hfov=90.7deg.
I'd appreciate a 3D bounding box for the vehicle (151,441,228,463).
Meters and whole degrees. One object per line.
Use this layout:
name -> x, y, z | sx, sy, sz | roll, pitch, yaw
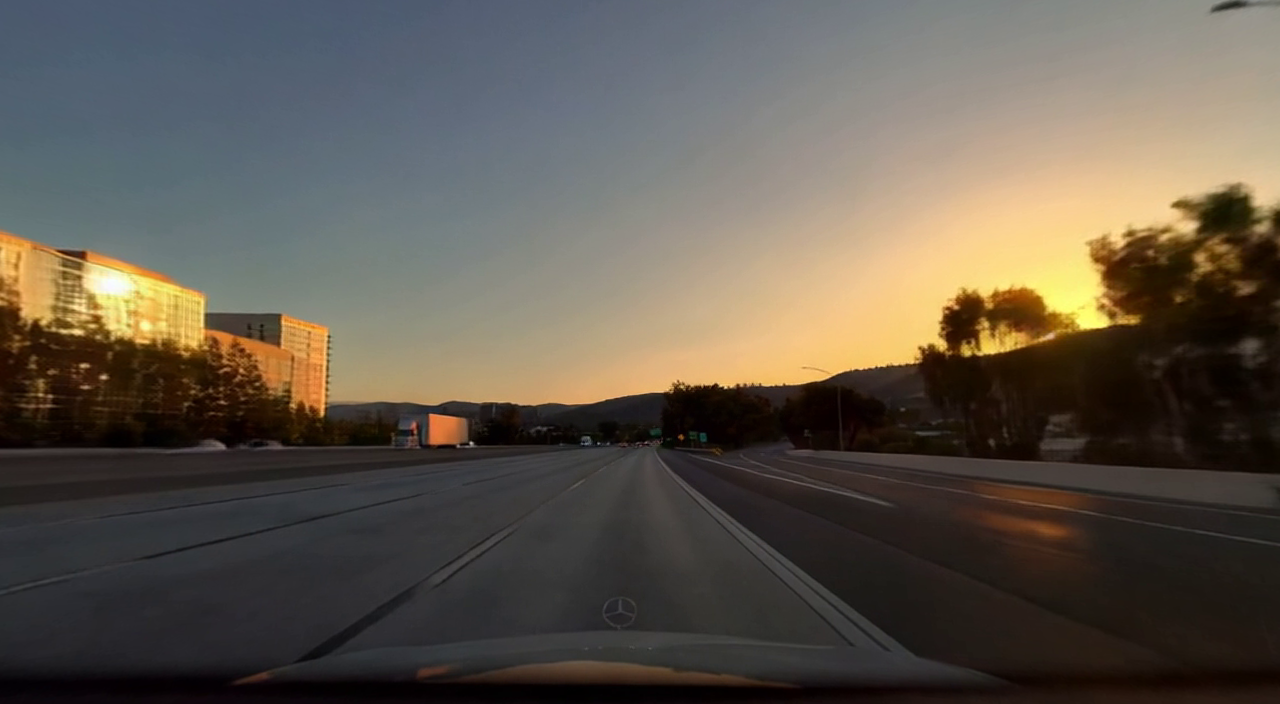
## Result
vehicle -> -31.907, 7.077, 44.988 | 2.065, 1.462, 4.592 | 0, -9, 0
